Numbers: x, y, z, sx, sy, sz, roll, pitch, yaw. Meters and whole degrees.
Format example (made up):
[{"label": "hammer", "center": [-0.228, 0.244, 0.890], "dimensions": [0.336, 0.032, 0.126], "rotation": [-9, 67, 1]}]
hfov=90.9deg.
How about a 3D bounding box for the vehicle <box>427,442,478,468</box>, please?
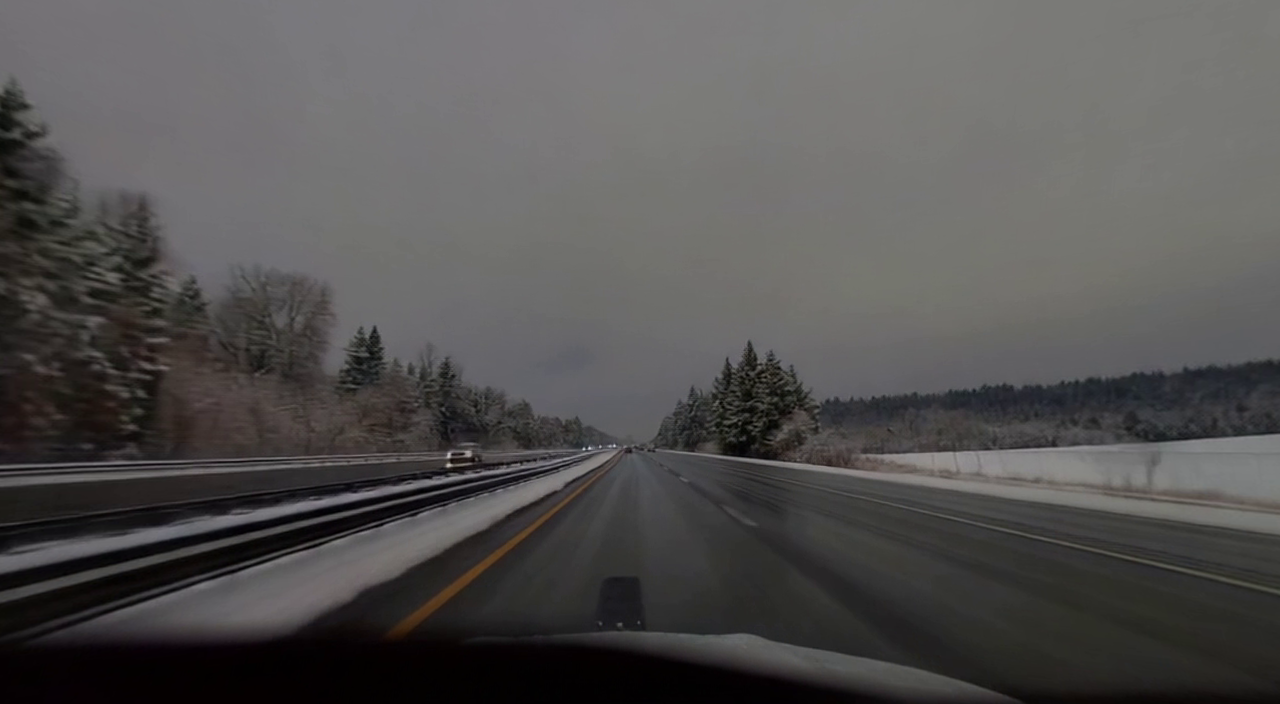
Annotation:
[{"label": "vehicle", "center": [-12.581, 6.964, 42.581], "dimensions": [2.025, 1.628, 4.464], "rotation": [0, -9, 0]}]
